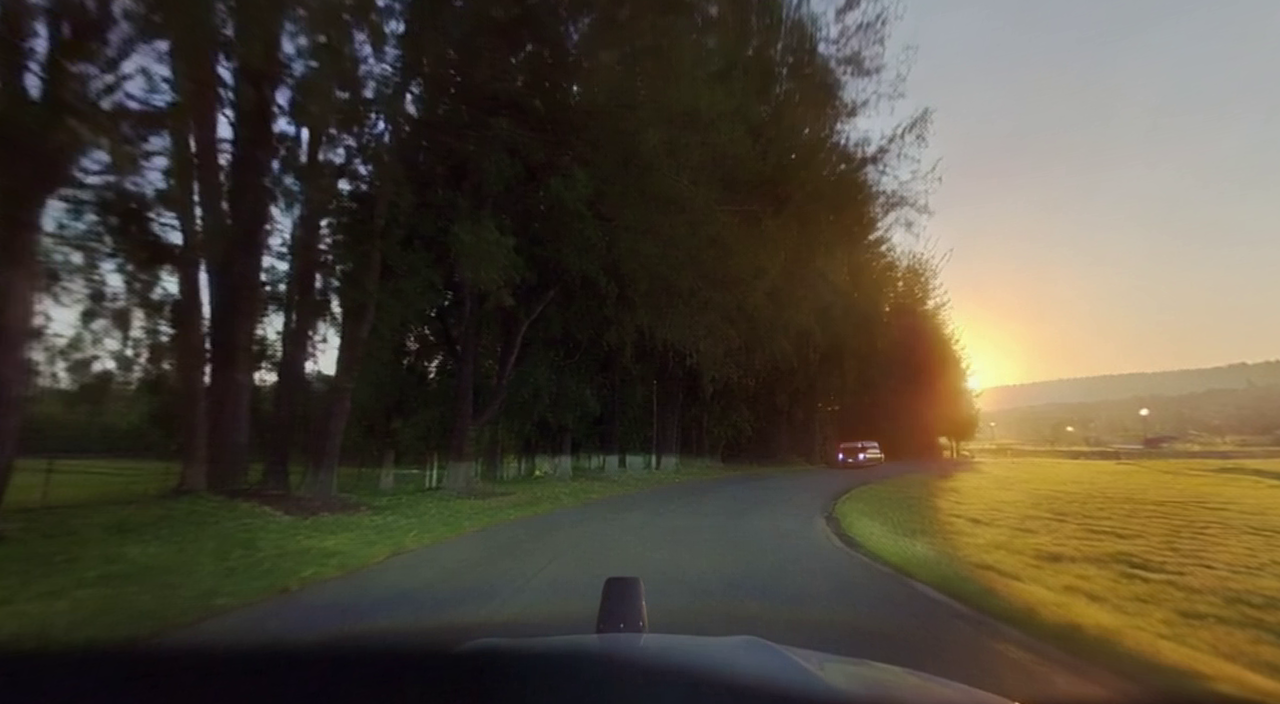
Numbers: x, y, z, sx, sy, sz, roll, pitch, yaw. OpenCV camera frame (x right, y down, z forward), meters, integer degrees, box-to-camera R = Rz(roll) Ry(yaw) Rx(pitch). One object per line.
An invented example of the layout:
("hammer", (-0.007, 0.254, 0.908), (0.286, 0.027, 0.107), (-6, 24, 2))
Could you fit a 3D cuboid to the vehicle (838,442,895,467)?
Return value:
("vehicle", (17.081, 7.698, 47.227), (4.257, 1.789, 1.988), (7, -10, -37))
